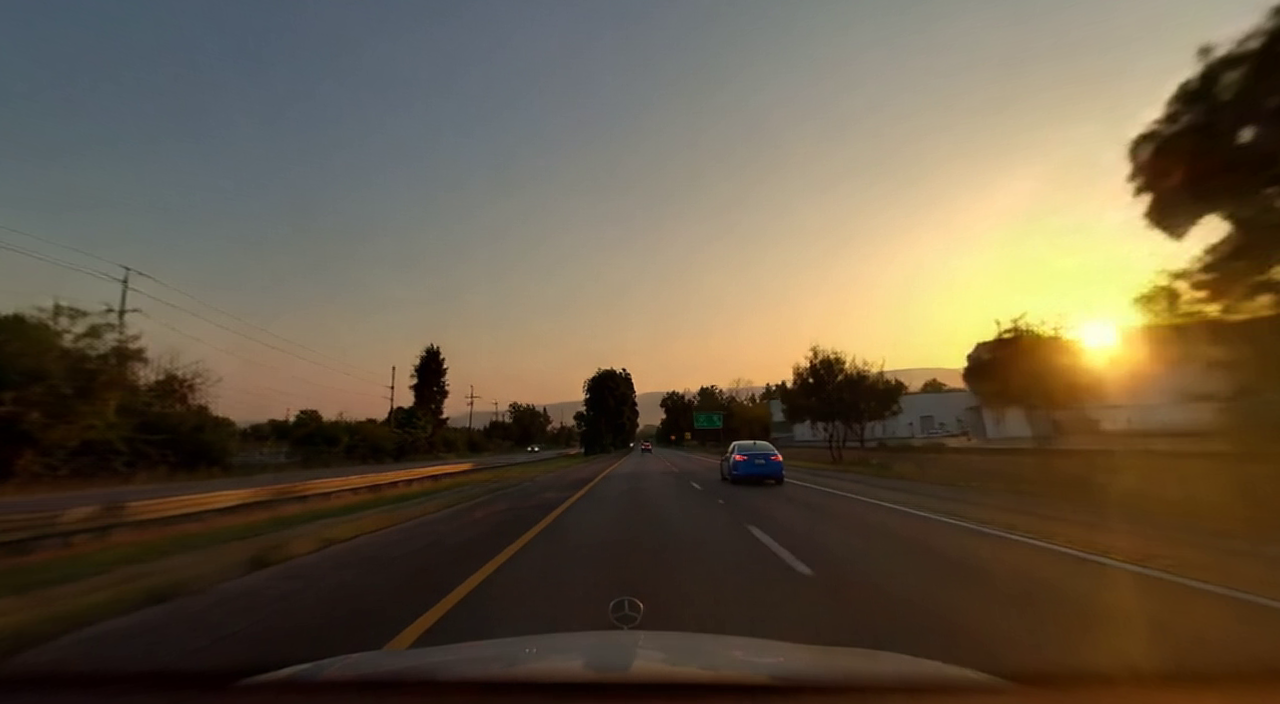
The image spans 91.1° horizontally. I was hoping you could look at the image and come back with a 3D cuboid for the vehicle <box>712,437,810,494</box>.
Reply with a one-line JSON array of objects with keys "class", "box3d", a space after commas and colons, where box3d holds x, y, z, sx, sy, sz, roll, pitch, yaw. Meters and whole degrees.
[{"class": "vehicle", "box3d": [3.520, 3.378, 19.091, 2.079, 1.531, 3.997, 0, -8, -1]}]
